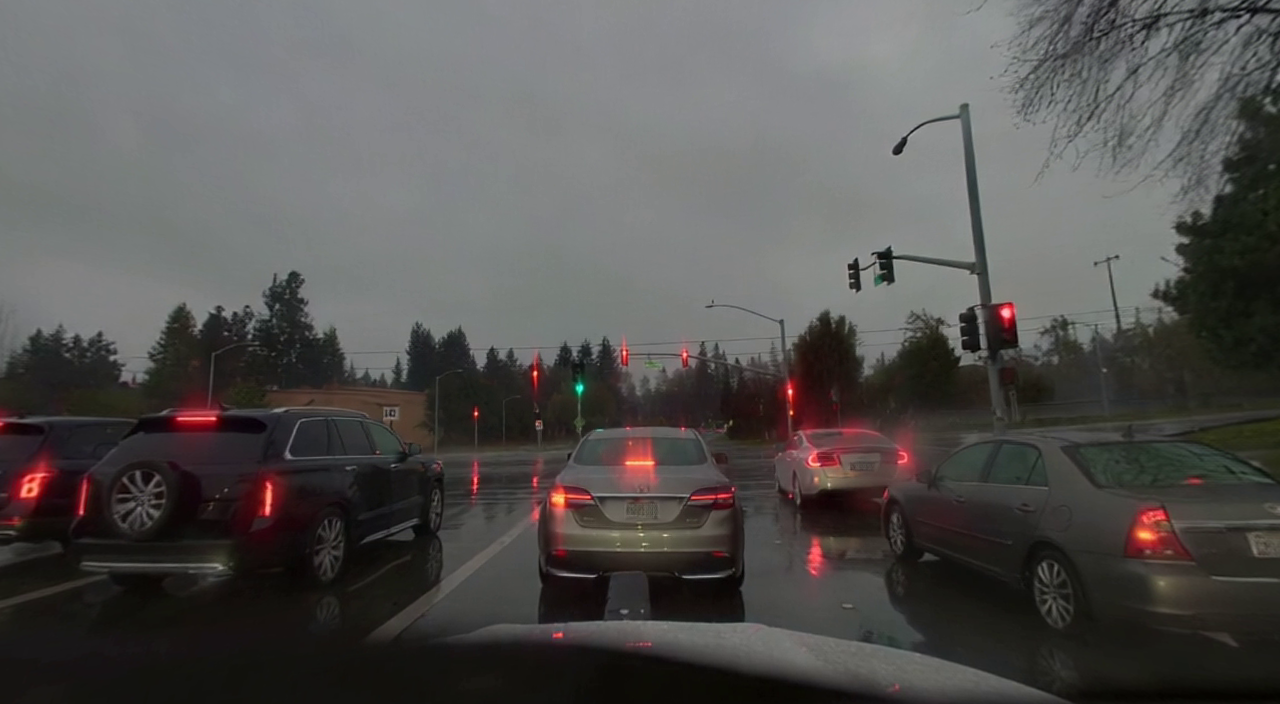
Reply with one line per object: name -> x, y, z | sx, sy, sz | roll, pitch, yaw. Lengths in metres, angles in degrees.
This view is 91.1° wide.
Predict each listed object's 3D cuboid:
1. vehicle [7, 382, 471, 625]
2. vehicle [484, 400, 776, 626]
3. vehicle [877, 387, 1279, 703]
vehicle -> -3.554, 1.423, 6.855 | 2.014, 1.755, 4.360 | 0, -8, 3
vehicle -> -0.051, 1.398, 6.306 | 2.047, 1.579, 3.642 | 0, -8, 1
vehicle -> 3.591, 1.201, 4.604 | 2.010, 1.486, 4.498 | 0, -8, 1
